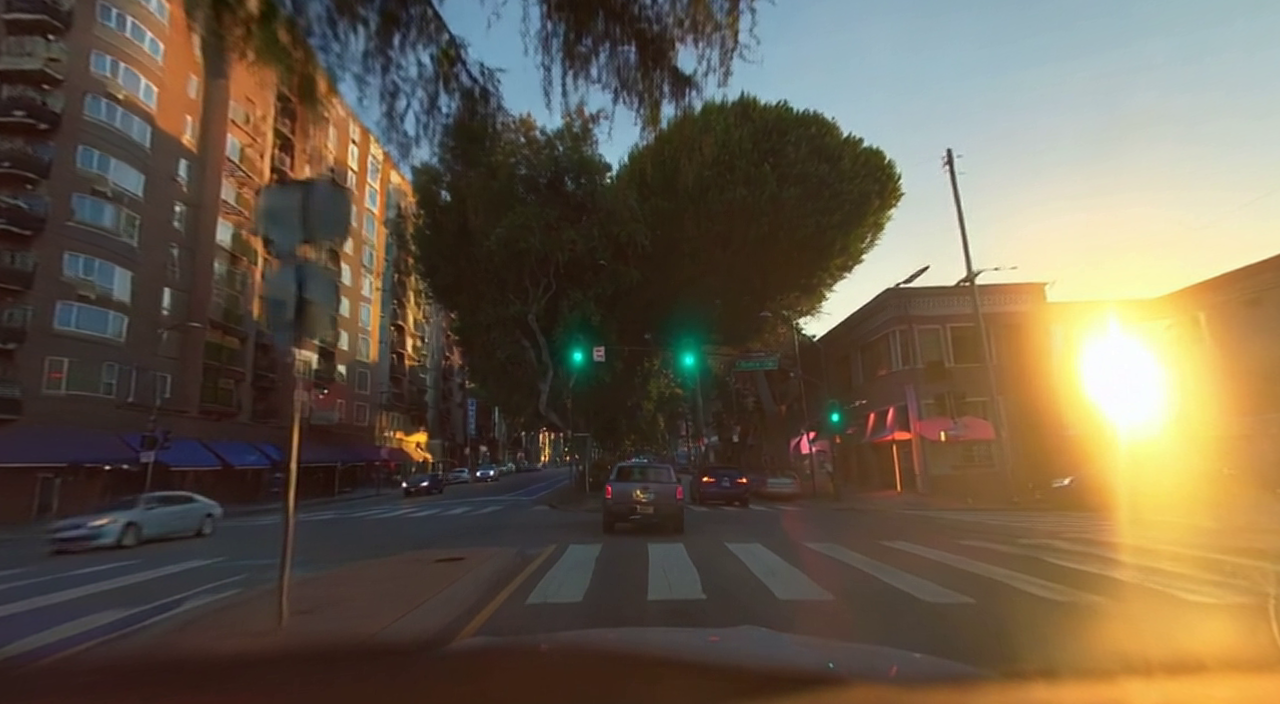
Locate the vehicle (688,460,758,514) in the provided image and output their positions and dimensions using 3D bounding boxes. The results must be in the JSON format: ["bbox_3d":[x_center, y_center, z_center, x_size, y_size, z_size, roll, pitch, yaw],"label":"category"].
[{"bbox_3d":[3.037,5.028,23.910,1.939,1.746,4.091,0,-9,-2],"label":"vehicle"}]

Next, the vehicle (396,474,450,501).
[{"bbox_3d":[-14.379,8.982,42.056,2.043,1.526,4.617,0,-9,-1],"label":"vehicle"}]

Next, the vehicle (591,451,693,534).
[{"bbox_3d":[0.032,3.388,15.839,2.209,1.748,4.130,0,-9,0],"label":"vehicle"}]

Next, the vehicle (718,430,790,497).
[{"bbox_3d":[6.291,6.284,35.999,2.803,3.401,6.688,0,-9,0],"label":"vehicle"}]

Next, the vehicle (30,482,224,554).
[{"bbox_3d":[-14.203,4.580,17.868,1.856,1.521,4.309,0,-9,0],"label":"vehicle"}]

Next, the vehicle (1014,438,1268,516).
[{"bbox_3d":[13.966,3.500,17.961,5.156,2.005,2.122,-1,-9,7],"label":"vehicle"}]
